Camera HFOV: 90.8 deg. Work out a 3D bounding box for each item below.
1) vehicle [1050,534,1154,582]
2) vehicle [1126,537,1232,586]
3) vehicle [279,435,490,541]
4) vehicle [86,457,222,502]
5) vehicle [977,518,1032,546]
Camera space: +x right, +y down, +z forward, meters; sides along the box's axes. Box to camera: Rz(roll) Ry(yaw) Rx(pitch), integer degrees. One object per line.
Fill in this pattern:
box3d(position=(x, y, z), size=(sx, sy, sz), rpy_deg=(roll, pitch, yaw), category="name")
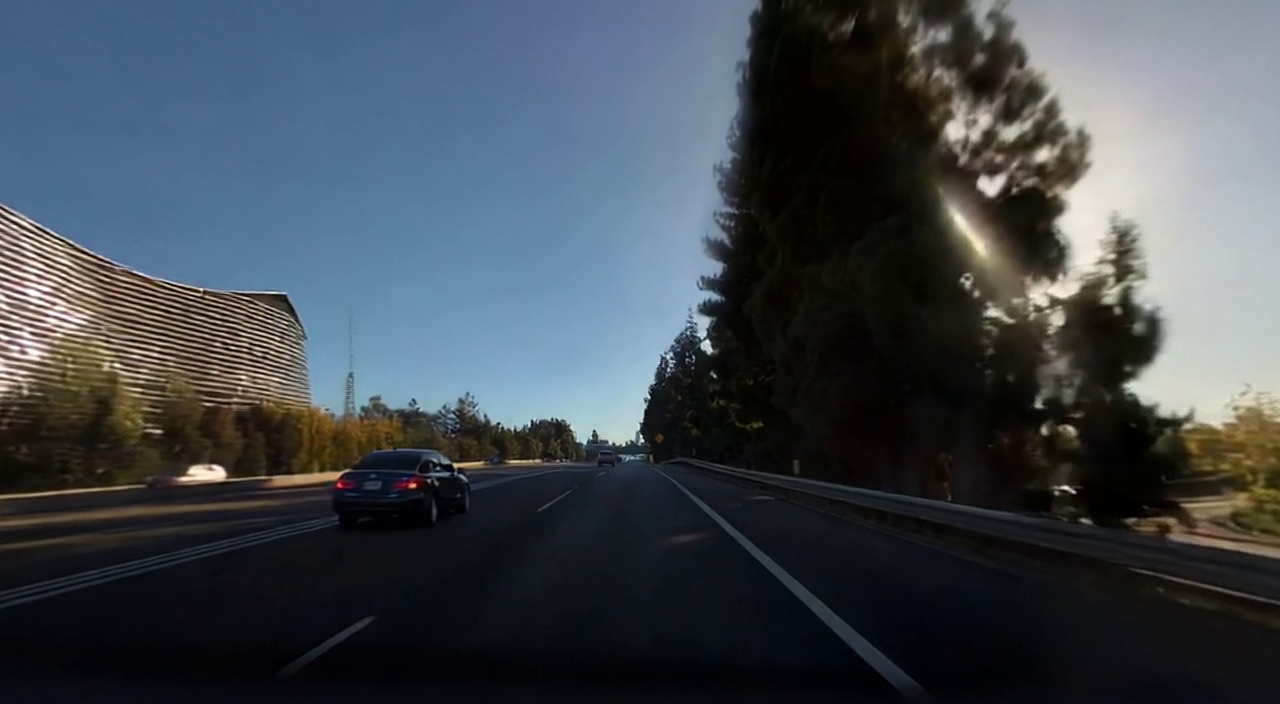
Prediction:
box3d(position=(23.952, 10.658, 32.994), size=(1.993, 1.688, 4.523), rpy_deg=(1, -9, 0), category="vehicle")
box3d(position=(26.541, 10.320, 31.298), size=(1.914, 1.715, 3.814), rpy_deg=(-1, -9, 2), category="vehicle")
box3d(position=(-4.323, 2.337, 11.664), size=(1.936, 1.536, 4.627), rpy_deg=(0, -8, 0), category="vehicle")
box3d(position=(-21.073, 5.521, 27.752), size=(1.982, 1.690, 4.893), rpy_deg=(0, -8, 1), category="vehicle")
box3d(position=(27.121, 13.379, 47.102), size=(1.685, 1.470, 4.006), rpy_deg=(0, -8, 0), category="vehicle")
